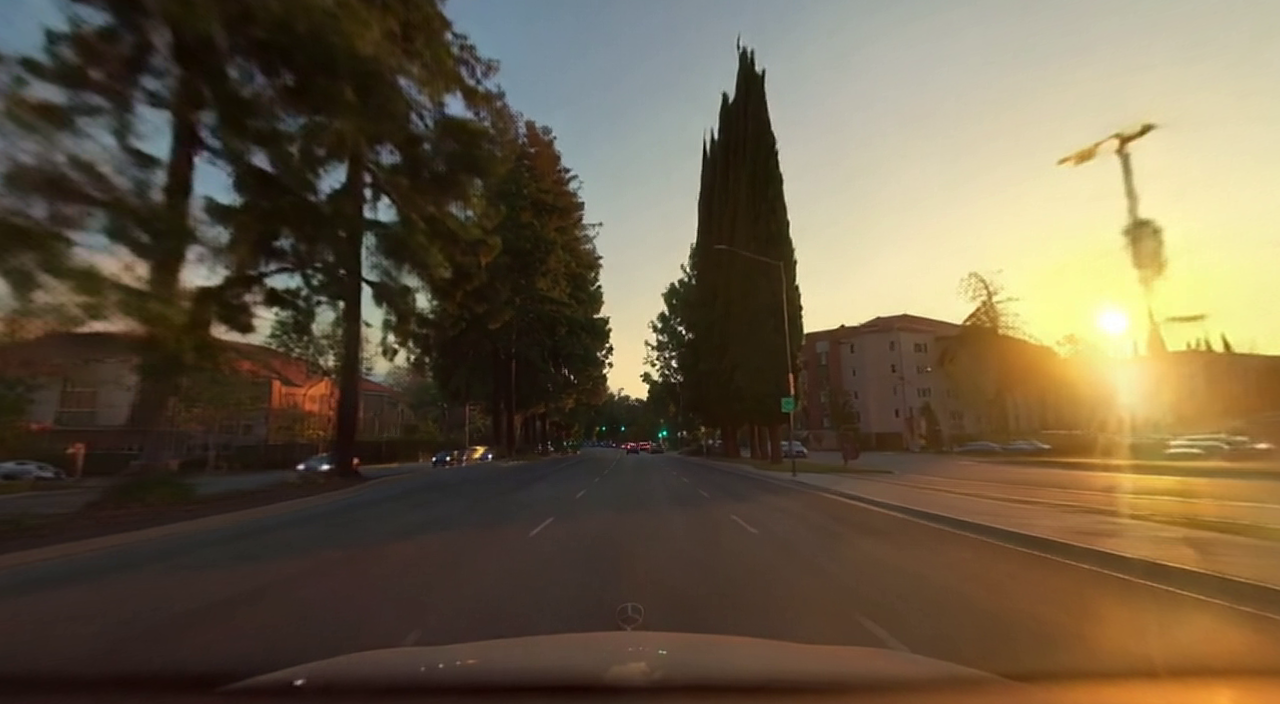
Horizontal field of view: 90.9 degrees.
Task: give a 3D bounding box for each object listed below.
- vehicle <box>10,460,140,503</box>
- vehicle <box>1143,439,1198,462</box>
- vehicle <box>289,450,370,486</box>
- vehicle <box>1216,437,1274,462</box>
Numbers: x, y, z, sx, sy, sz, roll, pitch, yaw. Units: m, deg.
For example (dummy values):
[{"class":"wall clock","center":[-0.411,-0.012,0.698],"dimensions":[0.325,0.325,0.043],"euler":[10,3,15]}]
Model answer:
[{"class":"vehicle","center":[-25.027,5.711,28.164],"dimensions":[1.864,1.640,4.217],"euler":[0,-8,0]},{"class":"vehicle","center":[37.135,6.903,44.260],"dimensions":[1.919,1.474,4.533],"euler":[-4,-10,27]},{"class":"vehicle","center":[-14.963,5.581,30.611],"dimensions":[1.879,1.544,4.144],"euler":[0,-8,-1]},{"class":"vehicle","center":[43.572,7.023,45.475],"dimensions":[1.860,1.655,4.278],"euler":[-5,-10,29]}]
